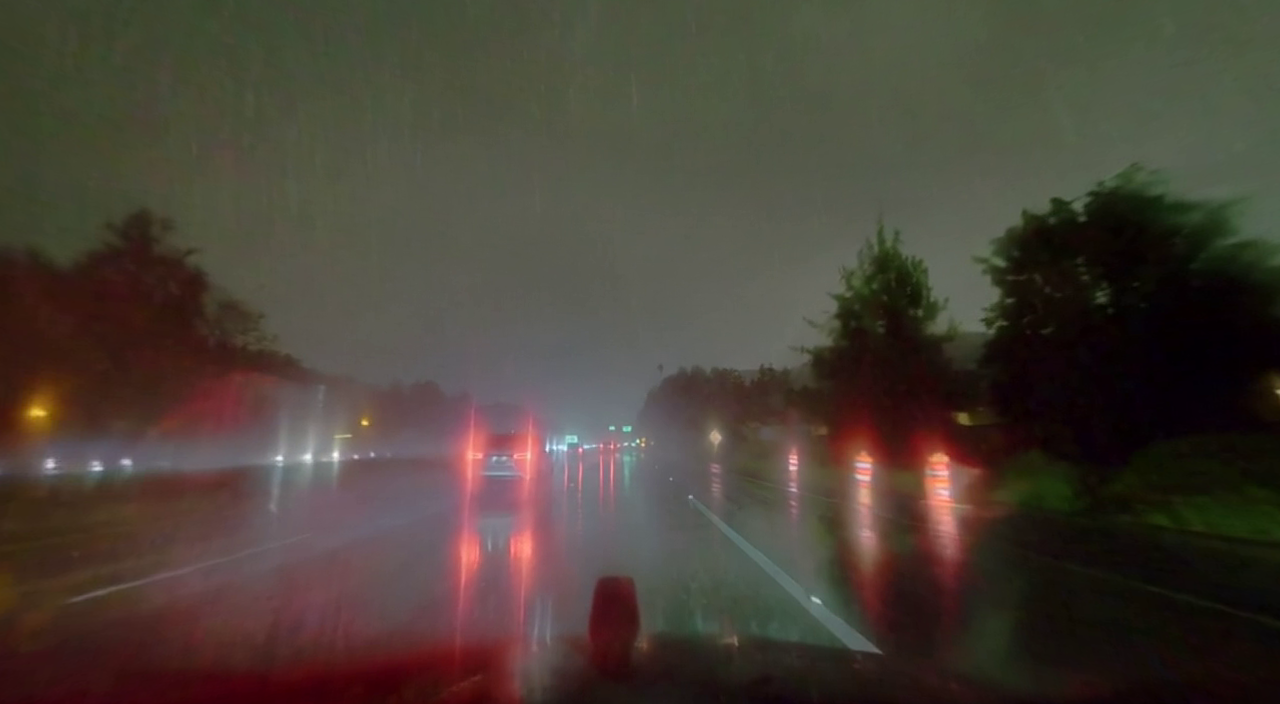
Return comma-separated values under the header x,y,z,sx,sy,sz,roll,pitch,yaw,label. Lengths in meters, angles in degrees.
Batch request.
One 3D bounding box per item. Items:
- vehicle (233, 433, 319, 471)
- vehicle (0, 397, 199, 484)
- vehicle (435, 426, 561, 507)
x,y,z,sx,sy,sz,roll,pitch,yaw,label
-24.027,6.622,42.033,2.250,2.320,5.768,0,-9,0,vehicle
-31.940,5.026,35.264,2.891,4.097,16.481,0,-9,0,vehicle
-3.314,2.786,15.755,2.103,1.715,4.371,0,-9,0,vehicle
